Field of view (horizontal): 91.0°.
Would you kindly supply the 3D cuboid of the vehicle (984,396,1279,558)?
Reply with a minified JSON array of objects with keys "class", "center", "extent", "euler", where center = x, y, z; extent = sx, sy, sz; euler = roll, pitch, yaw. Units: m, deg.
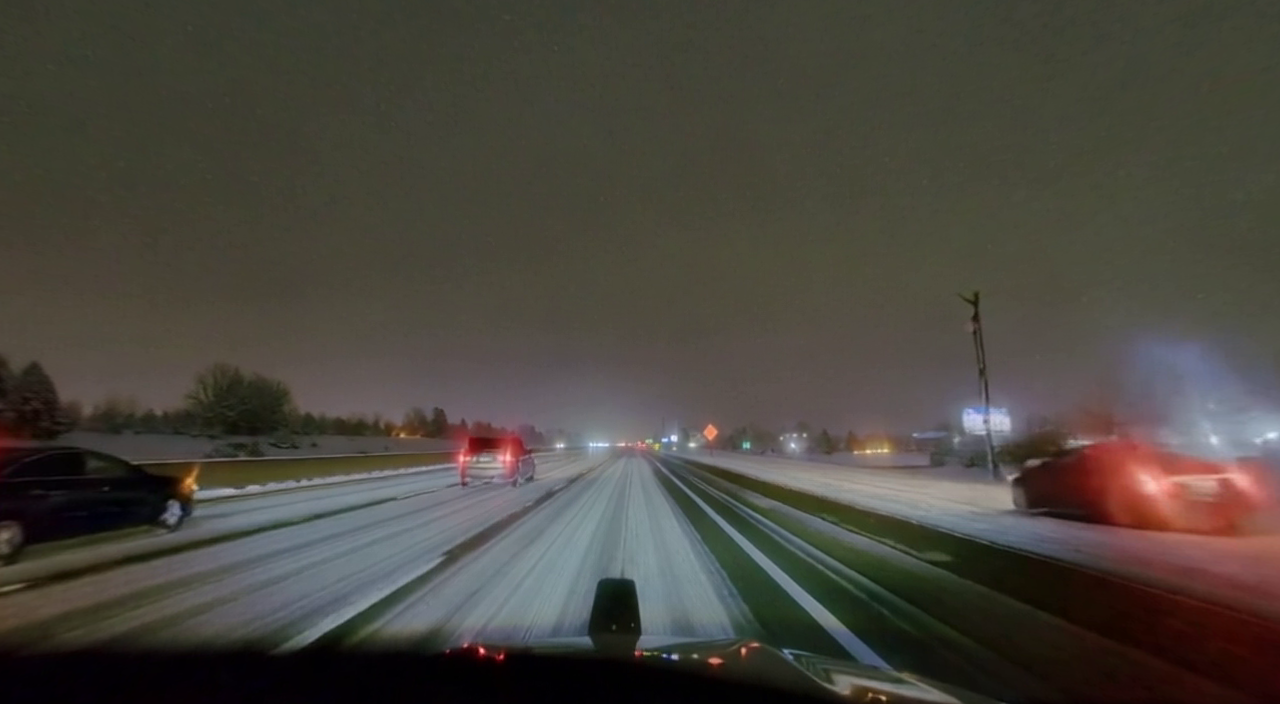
[{"class":"vehicle","center":[7.407,1.602,8.761],"extent":[2.136,1.641,4.964],"euler":[0,-8,-4]}]

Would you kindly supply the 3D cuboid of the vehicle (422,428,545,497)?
[{"class":"vehicle","center":[-4.244,3.082,18.052],"extent":[2.200,1.662,5.091],"euler":[0,-8,0]}]

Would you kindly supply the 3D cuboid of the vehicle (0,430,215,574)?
[{"class":"vehicle","center":[-7.824,1.749,7.712],"extent":[1.924,1.519,4.791],"euler":[0,-8,-1]}]
